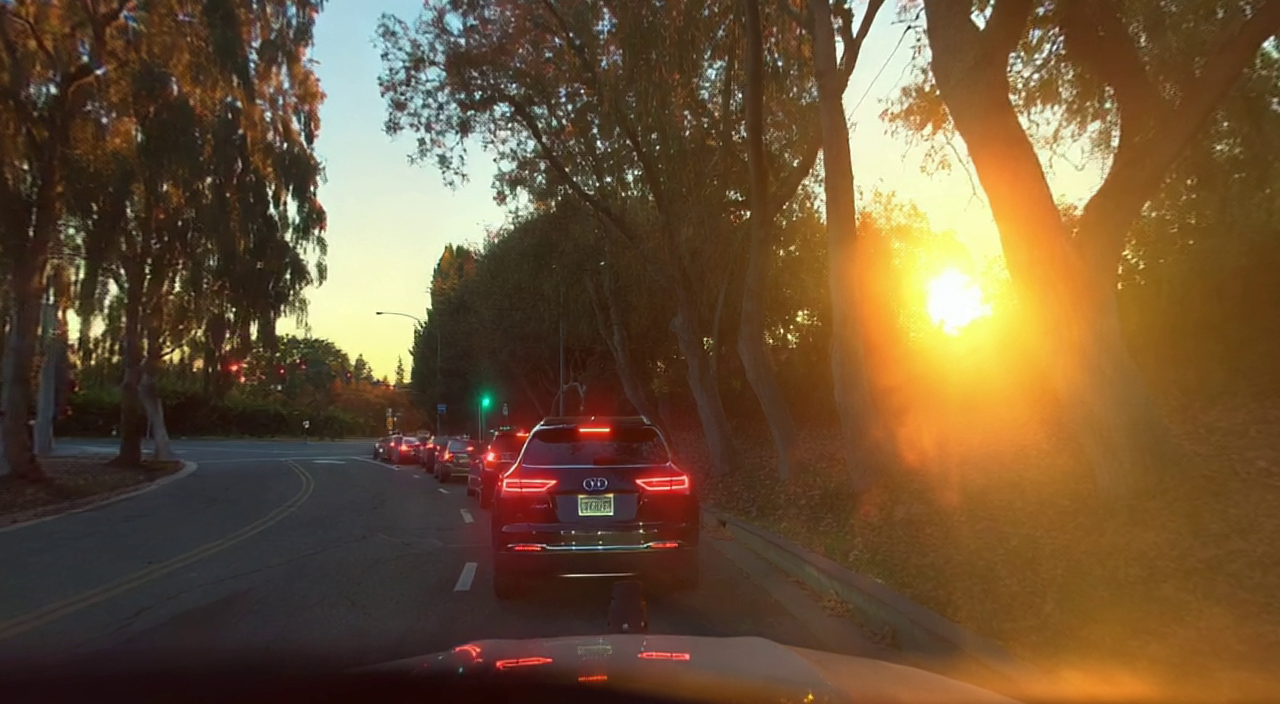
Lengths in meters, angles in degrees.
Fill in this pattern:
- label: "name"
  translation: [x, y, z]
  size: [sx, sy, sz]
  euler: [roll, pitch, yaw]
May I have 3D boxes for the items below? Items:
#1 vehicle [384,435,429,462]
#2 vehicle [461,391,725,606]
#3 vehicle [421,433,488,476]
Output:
- label: "vehicle"
  translation: [-13.765, 5.644, 36.906]
  size: [1.863, 1.488, 4.426]
  euler: [4, -9, -27]
- label: "vehicle"
  translation: [-0.682, 1.462, 7.204]
  size: [2.134, 1.671, 4.147]
  euler: [1, -8, -9]
- label: "vehicle"
  translation: [-7.294, 3.947, 24.484]
  size: [1.902, 1.536, 3.662]
  euler: [4, -9, -25]
